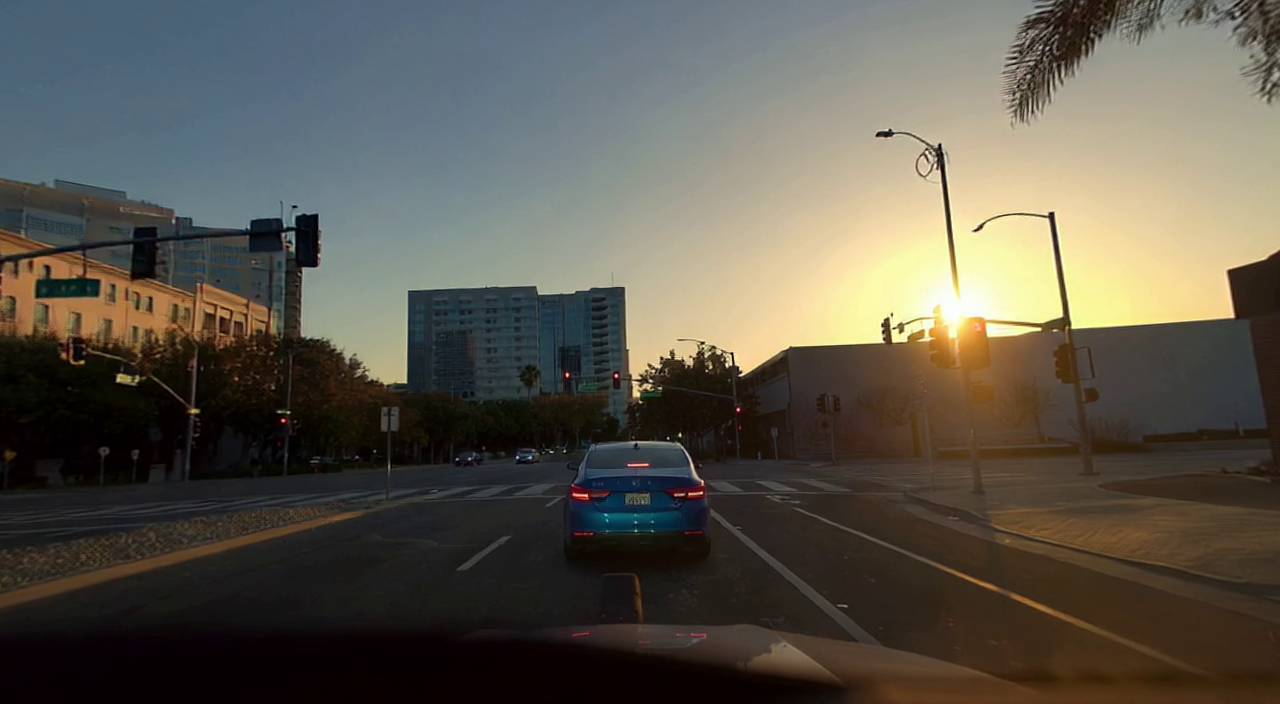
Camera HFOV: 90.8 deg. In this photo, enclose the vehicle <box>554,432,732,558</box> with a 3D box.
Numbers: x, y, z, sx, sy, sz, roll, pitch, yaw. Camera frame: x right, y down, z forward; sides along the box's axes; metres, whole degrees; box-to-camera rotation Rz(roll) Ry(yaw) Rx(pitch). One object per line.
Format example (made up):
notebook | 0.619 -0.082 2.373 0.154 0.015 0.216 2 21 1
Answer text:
vehicle | 0.002 1.996 9.520 2.107 1.470 3.974 0 -9 -1
